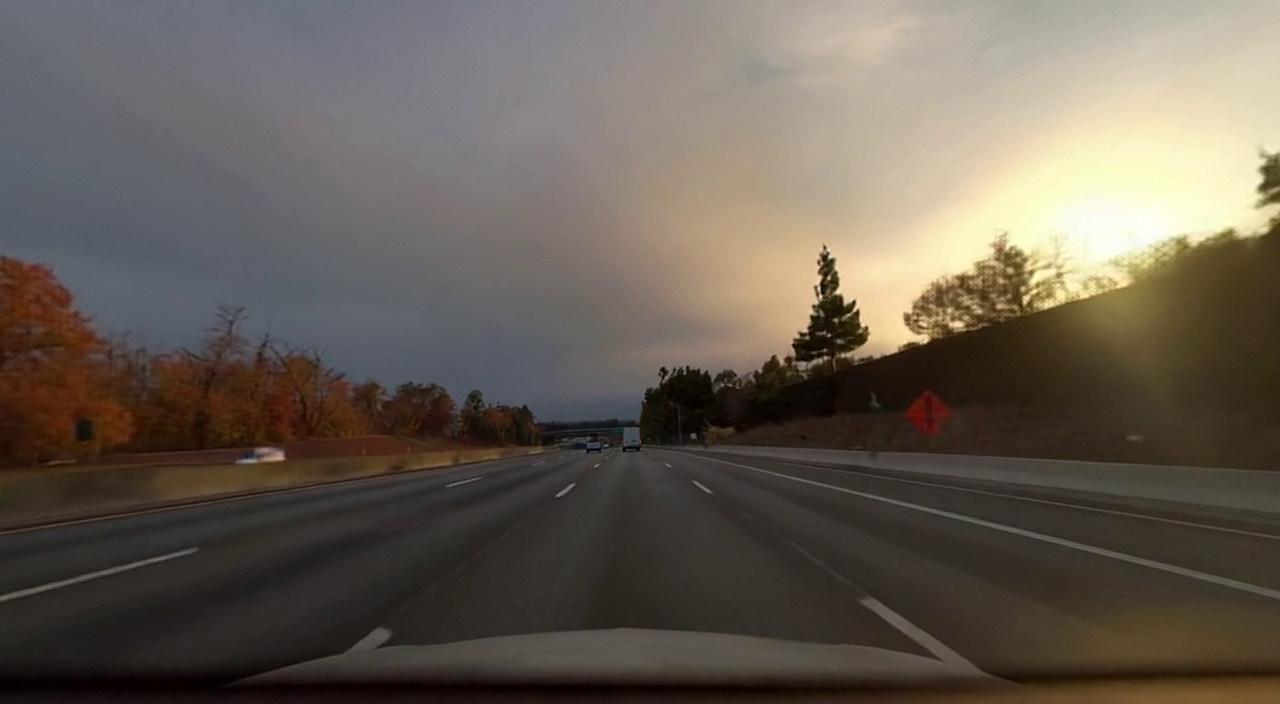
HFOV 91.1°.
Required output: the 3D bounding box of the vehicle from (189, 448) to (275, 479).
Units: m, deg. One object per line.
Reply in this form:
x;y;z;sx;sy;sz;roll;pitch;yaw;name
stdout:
-22.922;6.245;35.578;1.980;1.546;4.367;0;-8;-1;vehicle
